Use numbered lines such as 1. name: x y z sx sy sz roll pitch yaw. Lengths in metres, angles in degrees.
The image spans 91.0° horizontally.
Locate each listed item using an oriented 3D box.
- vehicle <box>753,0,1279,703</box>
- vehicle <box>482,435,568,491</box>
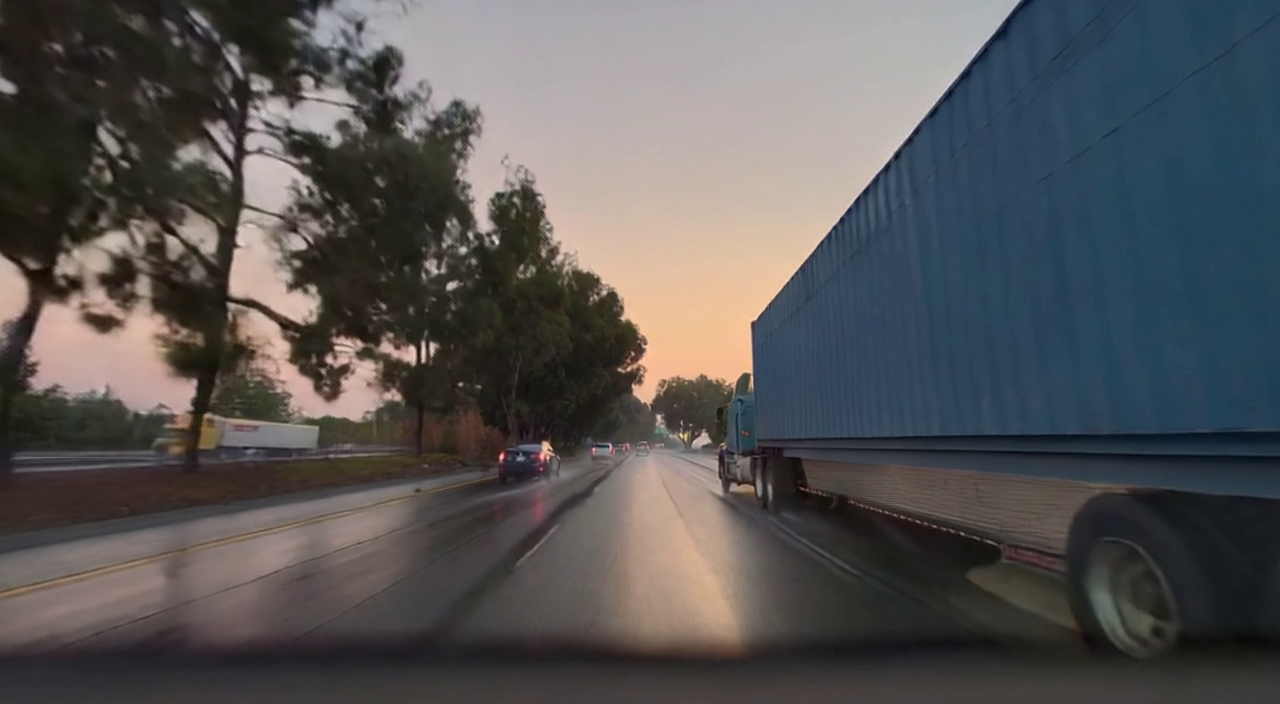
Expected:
1. vehicle: 4.068 0.410 8.214 2.893 3.992 13.605 0 -9 1
2. vehicle: -3.475 3.448 19.817 1.954 1.528 4.010 0 -9 0
